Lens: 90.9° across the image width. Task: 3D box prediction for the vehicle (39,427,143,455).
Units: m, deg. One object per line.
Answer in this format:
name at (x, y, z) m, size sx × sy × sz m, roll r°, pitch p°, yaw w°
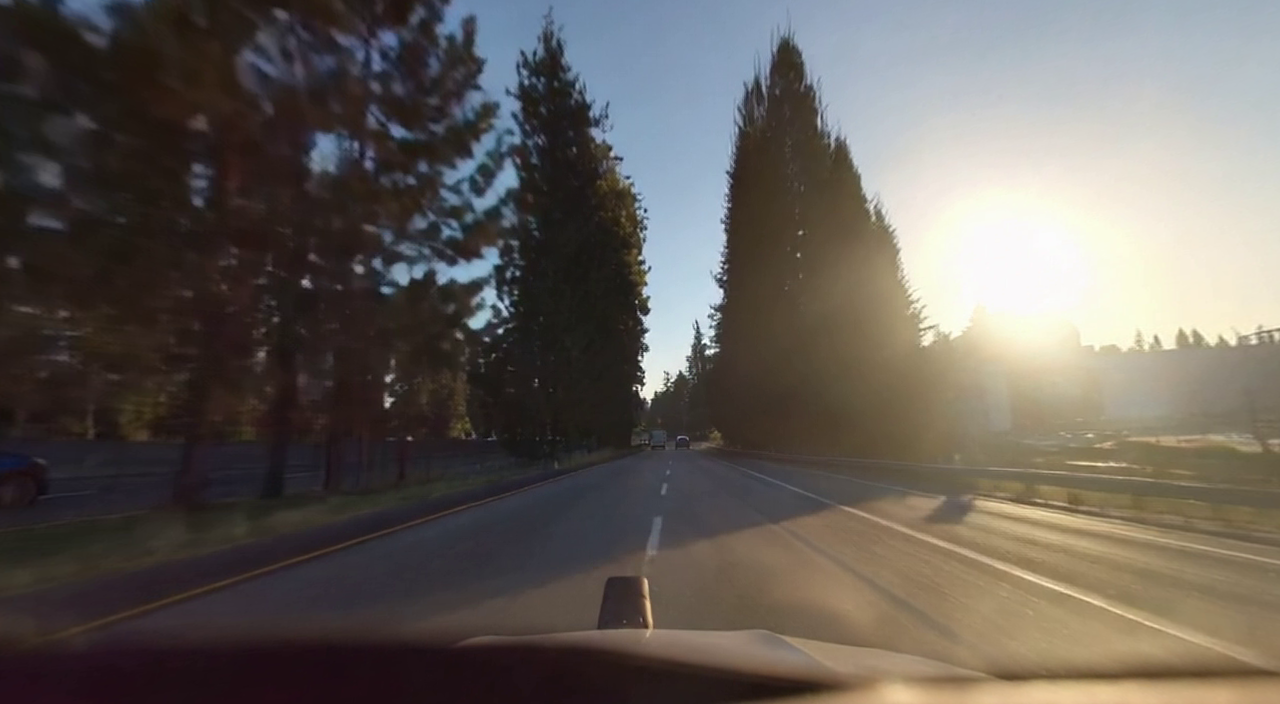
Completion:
vehicle at (-40.543, 6.630, 46.817) m, size 2.111 × 1.911 × 5.832 m, roll -1°, pitch -8°, yaw 6°
